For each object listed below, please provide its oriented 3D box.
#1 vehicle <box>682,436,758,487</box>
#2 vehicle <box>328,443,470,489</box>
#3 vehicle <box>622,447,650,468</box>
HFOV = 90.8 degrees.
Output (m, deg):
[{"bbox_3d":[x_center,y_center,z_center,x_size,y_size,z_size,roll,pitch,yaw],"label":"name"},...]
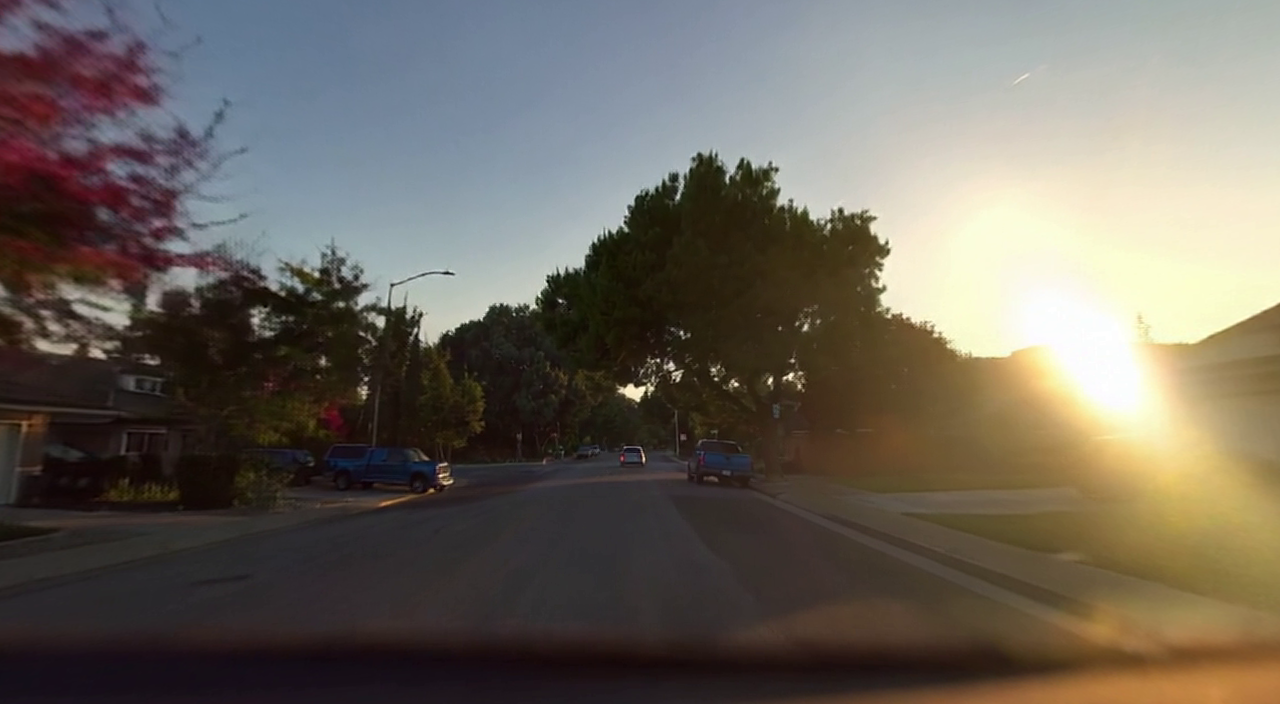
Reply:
[{"bbox_3d":[3.205,4.570,26.734,2.394,1.901,5.759,0,-9,-1],"label":"vehicle"},{"bbox_3d":[-9.766,4.642,25.867,4.947,1.769,2.023,0,-9,2],"label":"vehicle"},{"bbox_3d":[-0.257,7.998,48.070,2.064,1.477,3.968,0,-9,0],"label":"vehicle"}]
